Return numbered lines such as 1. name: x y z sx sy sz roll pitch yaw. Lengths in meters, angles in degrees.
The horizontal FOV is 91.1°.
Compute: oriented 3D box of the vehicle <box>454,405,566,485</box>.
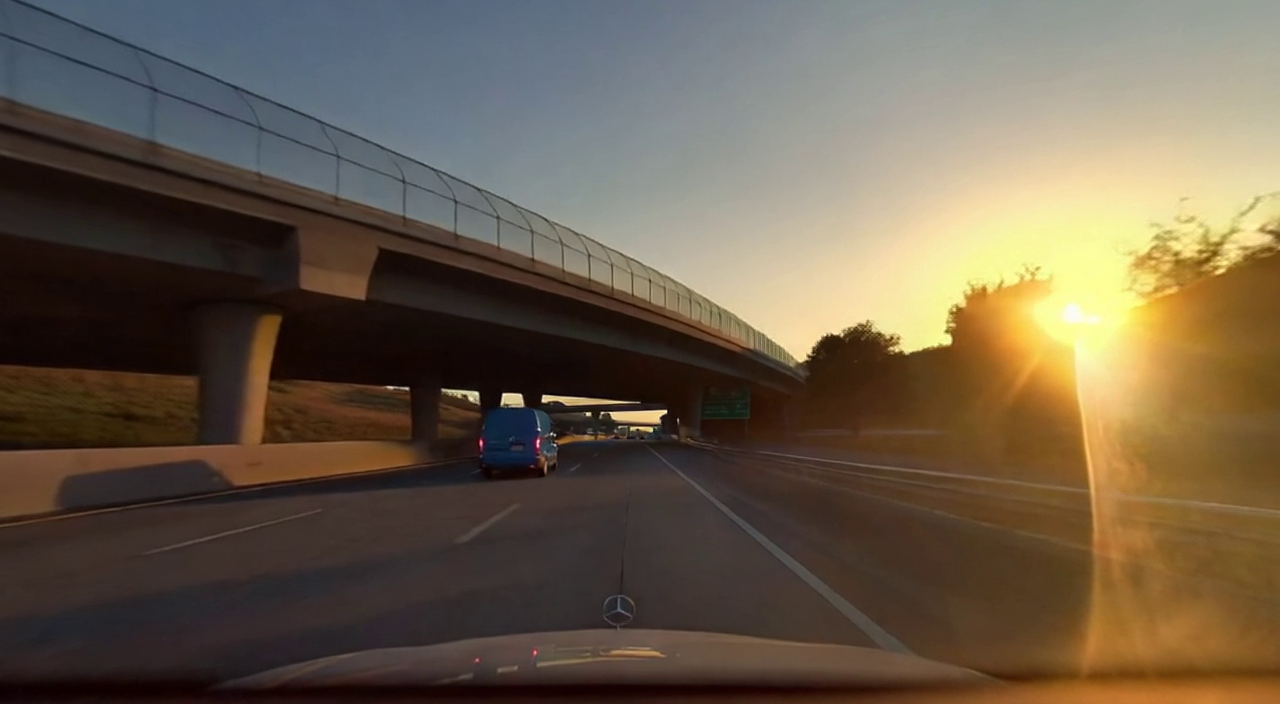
1. vehicle: -3.639 2.730 18.671 2.309 2.053 4.884 0 -8 0
